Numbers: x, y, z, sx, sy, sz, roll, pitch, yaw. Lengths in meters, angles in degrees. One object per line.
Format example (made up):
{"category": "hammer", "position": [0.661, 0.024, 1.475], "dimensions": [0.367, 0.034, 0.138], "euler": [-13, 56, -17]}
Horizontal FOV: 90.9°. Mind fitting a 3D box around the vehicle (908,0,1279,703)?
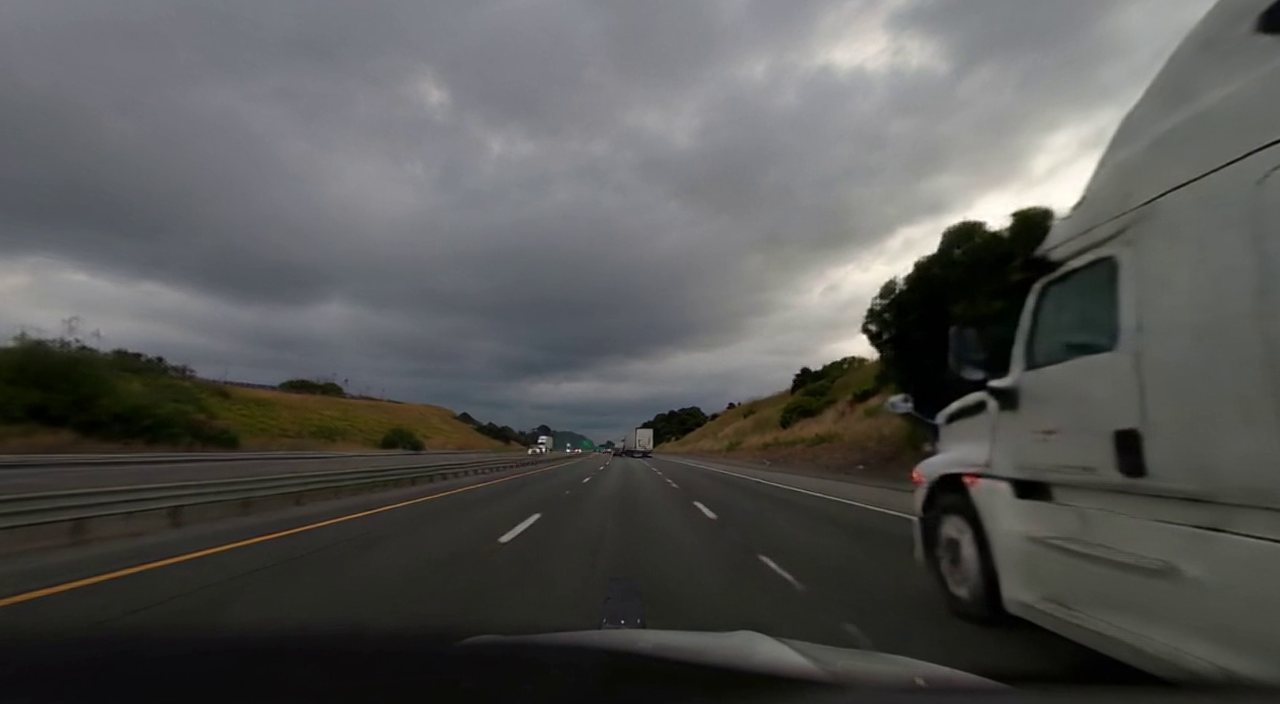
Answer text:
{"category": "vehicle", "position": [3.696, -0.194, 1.677], "dimensions": [3.045, 3.825, 6.161], "euler": [0, -9, -1]}
